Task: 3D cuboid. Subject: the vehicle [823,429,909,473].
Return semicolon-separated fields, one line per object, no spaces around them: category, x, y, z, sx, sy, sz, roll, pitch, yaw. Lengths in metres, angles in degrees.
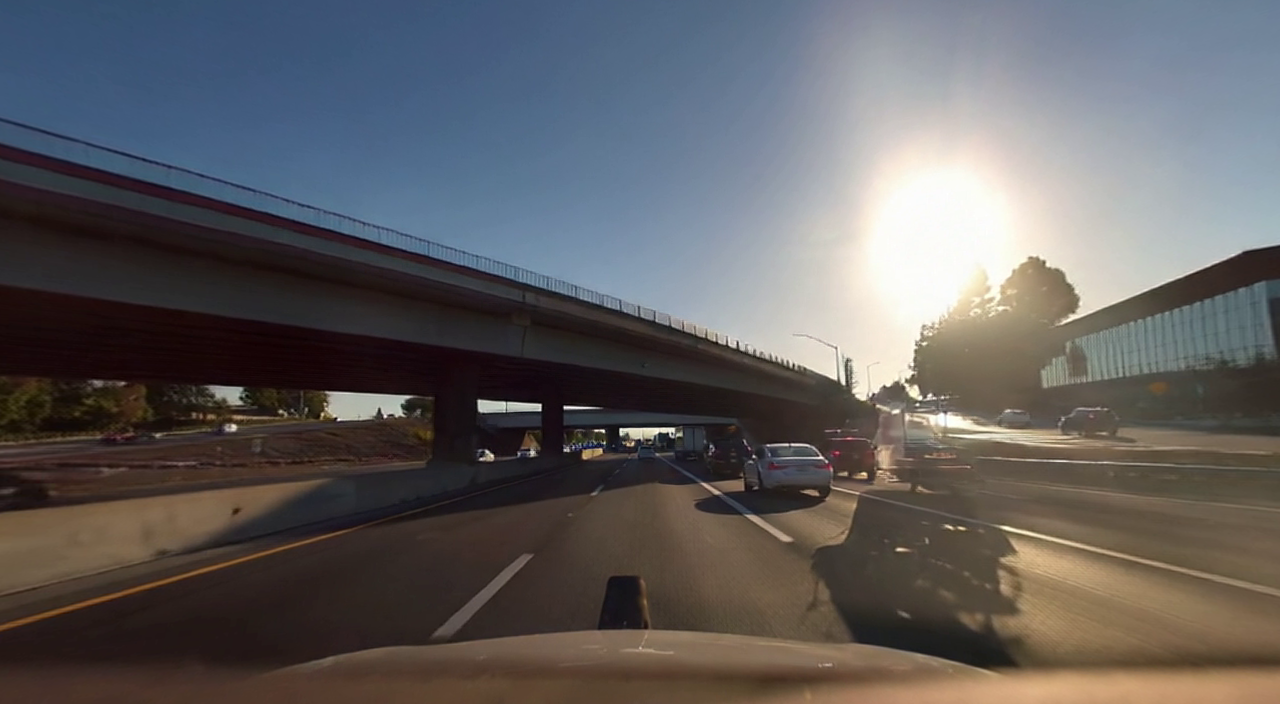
vehicle;11.158;4.948;31.694;2.193;2.025;5.606;0;-8;0

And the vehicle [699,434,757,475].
vehicle;4.286;5.068;31.408;2.086;1.858;4.737;0;-8;-1

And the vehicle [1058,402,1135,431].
vehicle;33.083;4.760;45.906;2.131;1.840;4.870;-1;-8;4

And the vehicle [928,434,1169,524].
vehicle;7.792;2.424;12.678;1.919;1.476;4.303;0;-8;-1

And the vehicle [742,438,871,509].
vehicle;3.858;2.892;15.537;1.902;1.481;4.451;0;-8;-1

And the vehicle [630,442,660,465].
vehicle;0.368;7.613;47.609;2.124;1.639;4.122;0;-8;0
